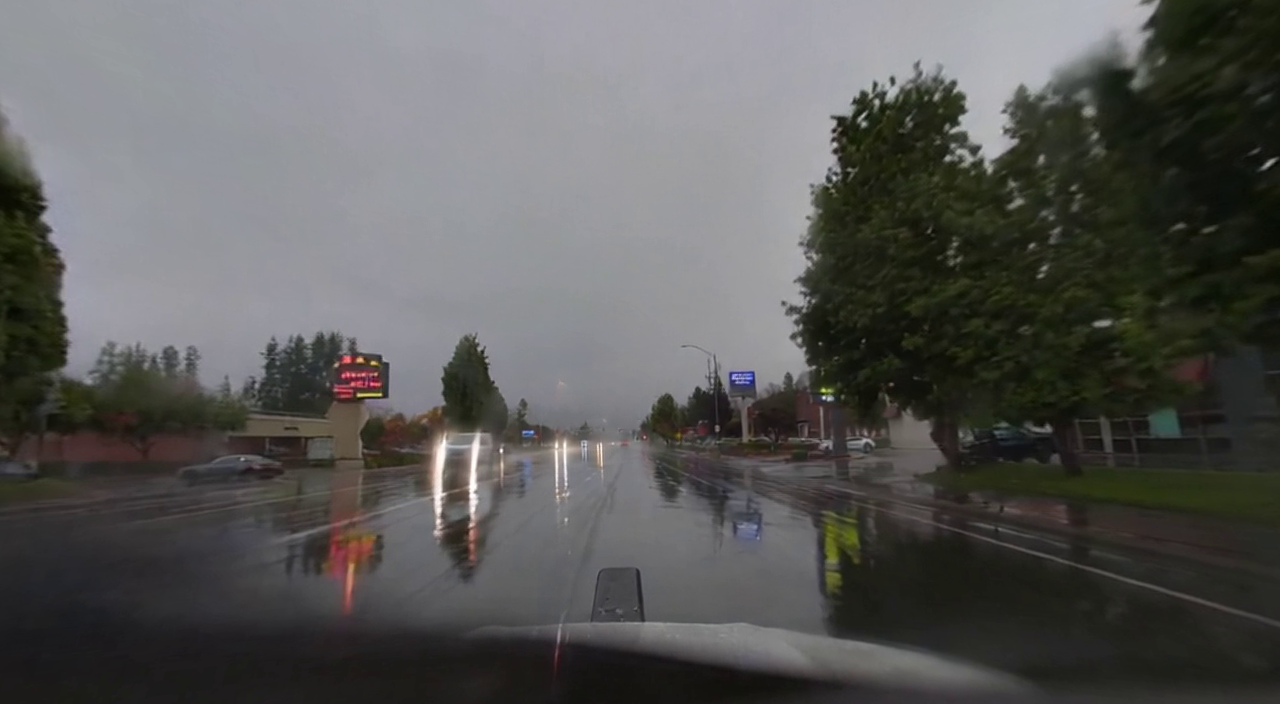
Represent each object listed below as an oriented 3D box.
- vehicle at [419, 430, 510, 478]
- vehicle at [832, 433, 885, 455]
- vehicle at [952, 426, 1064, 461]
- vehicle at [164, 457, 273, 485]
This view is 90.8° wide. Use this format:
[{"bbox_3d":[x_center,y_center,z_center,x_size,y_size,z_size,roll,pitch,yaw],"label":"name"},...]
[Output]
[{"bbox_3d":[-7.616,4.516,28.250,2.452,1.905,6.188,0,-8,-1],"label":"vehicle"},{"bbox_3d":[16.830,7.102,48.554,4.277,1.605,1.920,7,-11,-41],"label":"vehicle"},{"bbox_3d":[16.747,4.164,28.750,4.647,1.514,1.891,4,-9,-23],"label":"vehicle"},{"bbox_3d":[-23.136,6.537,34.820,4.578,1.448,1.904,0,-8,-2],"label":"vehicle"}]
